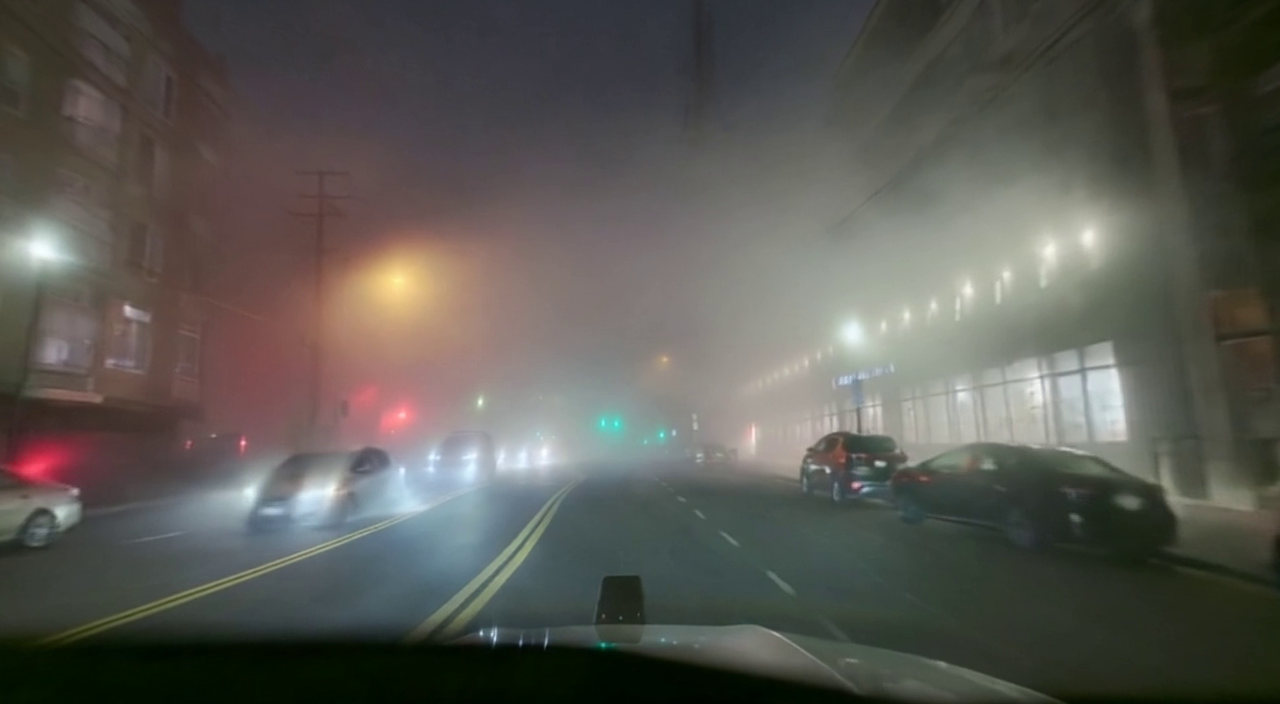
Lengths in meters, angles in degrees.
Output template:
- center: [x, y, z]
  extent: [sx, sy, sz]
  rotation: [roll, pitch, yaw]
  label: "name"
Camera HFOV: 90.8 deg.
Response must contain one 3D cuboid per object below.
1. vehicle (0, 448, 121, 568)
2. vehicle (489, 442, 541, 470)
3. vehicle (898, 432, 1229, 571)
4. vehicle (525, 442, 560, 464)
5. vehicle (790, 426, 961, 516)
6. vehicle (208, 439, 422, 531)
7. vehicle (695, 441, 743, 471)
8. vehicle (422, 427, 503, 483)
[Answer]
- center: [-9.210, 1.943, 7.716]
  extent: [2.012, 1.514, 4.450]
  rotation: [0, -9, -2]
  label: "vehicle"
- center: [-6.928, 5.826, 35.426]
  extent: [2.052, 1.481, 4.248]
  rotation: [0, -9, 0]
  label: "vehicle"
- center: [5.702, 2.037, 9.339]
  extent: [1.915, 1.569, 4.117]
  rotation: [0, -9, -2]
  label: "vehicle"
- center: [-6.990, 7.289, 45.570]
  extent: [1.949, 1.533, 3.864]
  rotation: [0, -9, 0]
  label: "vehicle"
- center: [5.375, 2.819, 15.409]
  extent: [2.059, 1.804, 5.182]
  rotation: [0, -9, -1]
  label: "vehicle"
- center: [-6.083, 2.520, 12.552]
  extent: [2.095, 1.493, 4.216]
  rotation: [0, -9, -2]
  label: "vehicle"
- center: [4.419, 5.899, 36.025]
  extent: [1.957, 1.572, 4.418]
  rotation: [0, -9, -2]
  label: "vehicle"
- center: [-6.648, 3.928, 24.222]
  extent: [1.937, 1.944, 4.640]
  rotation: [0, -9, -3]
  label: "vehicle"
